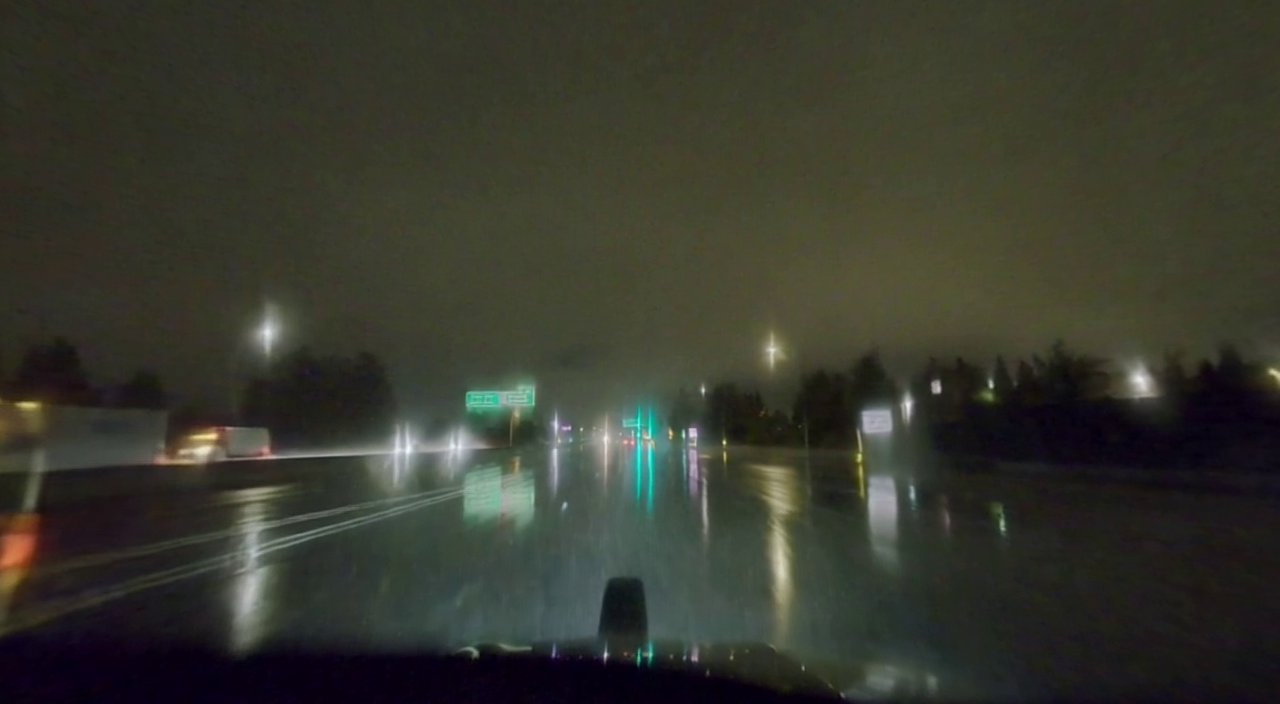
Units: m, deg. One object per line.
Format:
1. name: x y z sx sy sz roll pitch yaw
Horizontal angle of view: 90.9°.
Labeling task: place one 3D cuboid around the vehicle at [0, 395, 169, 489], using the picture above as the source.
1. vehicle: -28.176 4.378 29.771 2.690 3.894 11.560 -1 -10 1

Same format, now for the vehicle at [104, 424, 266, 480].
1. vehicle: -27.895 6.210 39.513 2.739 3.034 9.653 -1 -8 2
